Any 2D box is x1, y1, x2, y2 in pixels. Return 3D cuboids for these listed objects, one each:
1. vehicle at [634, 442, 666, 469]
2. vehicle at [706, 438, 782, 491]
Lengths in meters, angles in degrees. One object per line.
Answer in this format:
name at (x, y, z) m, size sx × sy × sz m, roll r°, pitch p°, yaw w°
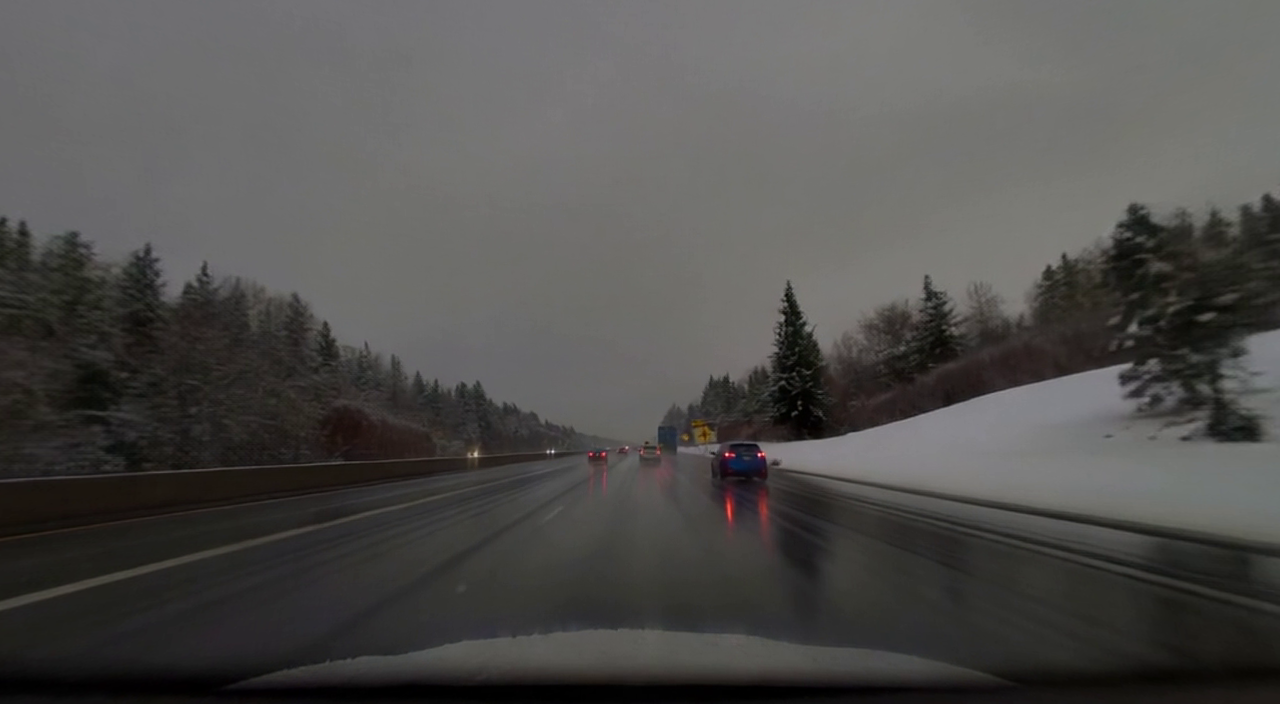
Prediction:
vehicle at (0.649, 7.424, 45.167) m, size 2.205 × 1.785 × 4.423 m, roll 1°, pitch -9°, yaw -1°
vehicle at (3.720, 4.125, 23.400) m, size 2.082 × 1.720 × 4.393 m, roll 1°, pitch -9°, yaw 0°
